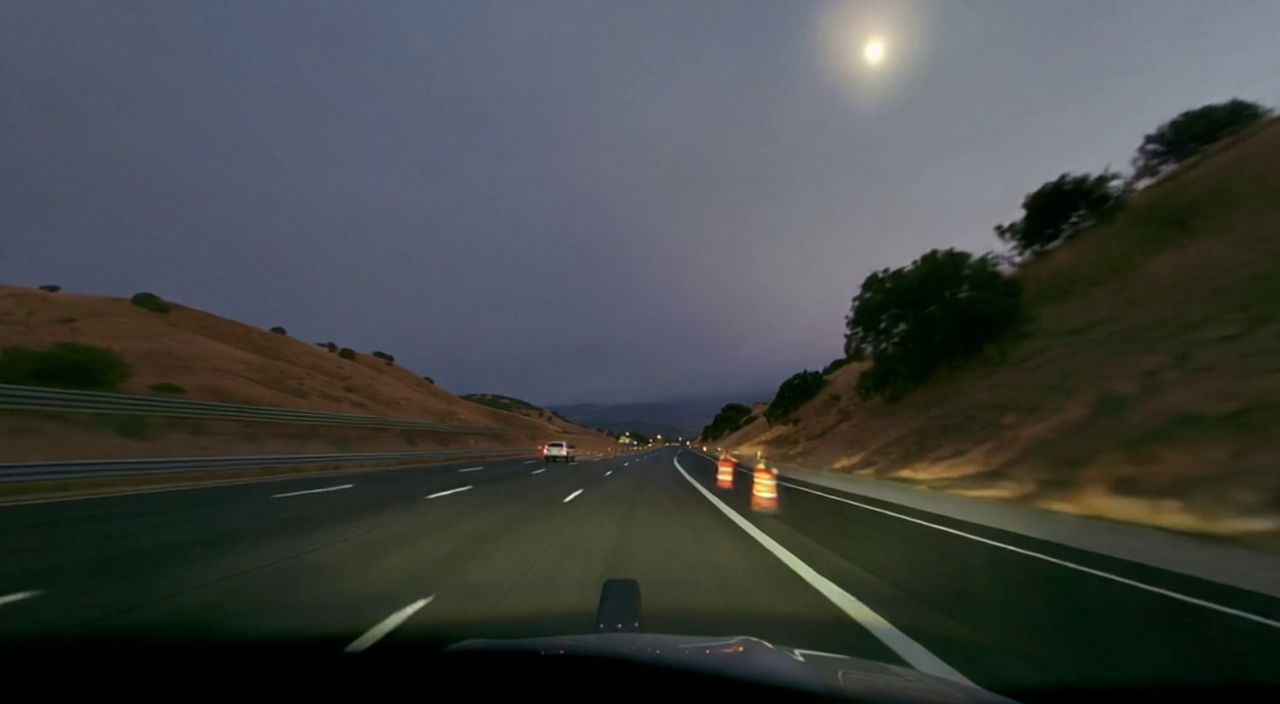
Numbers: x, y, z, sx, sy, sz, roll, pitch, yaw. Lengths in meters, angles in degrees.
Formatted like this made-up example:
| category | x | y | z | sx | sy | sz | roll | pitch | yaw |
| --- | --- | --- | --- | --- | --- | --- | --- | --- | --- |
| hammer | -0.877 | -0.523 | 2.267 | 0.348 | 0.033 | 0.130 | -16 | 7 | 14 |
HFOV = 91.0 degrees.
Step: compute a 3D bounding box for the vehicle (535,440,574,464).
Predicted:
| category | x | y | z | sx | sy | sz | roll | pitch | yaw |
| --- | --- | --- | --- | --- | --- | --- | --- | --- | --- |
| vehicle | -6.011 | 7.032 | 44.485 | 2.042 | 1.585 | 4.162 | 0 | -8 | 2 |
